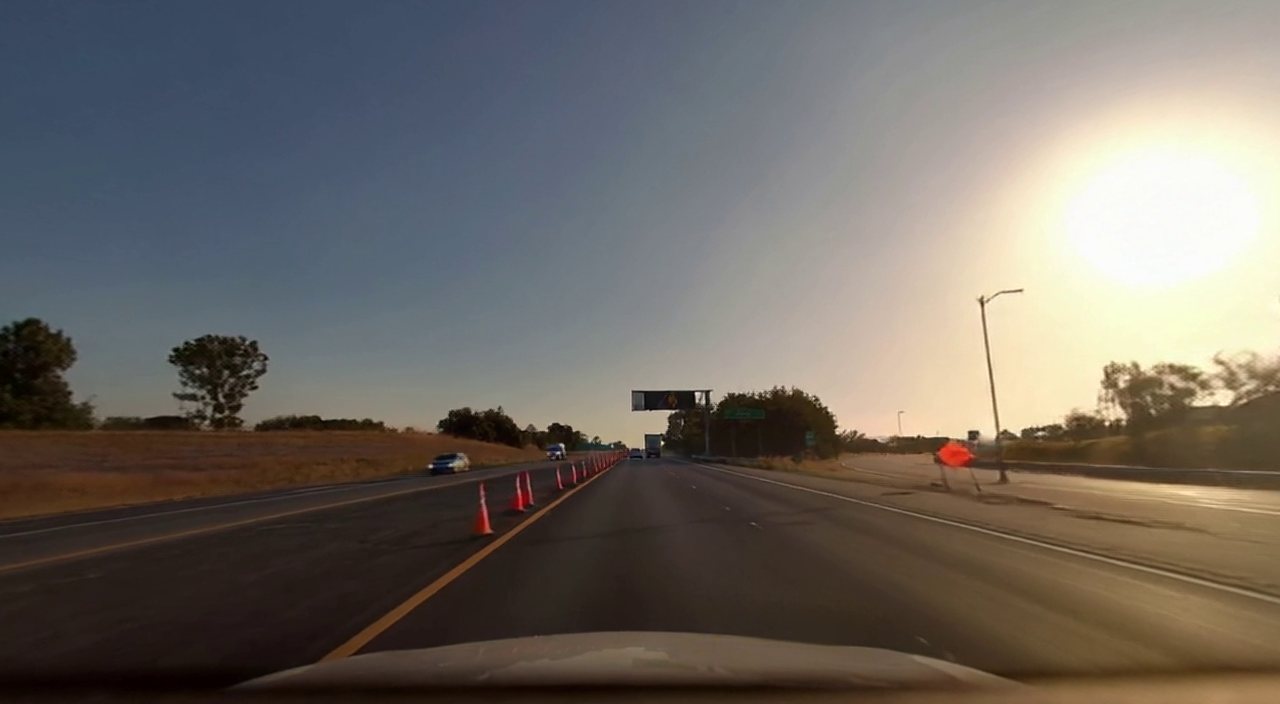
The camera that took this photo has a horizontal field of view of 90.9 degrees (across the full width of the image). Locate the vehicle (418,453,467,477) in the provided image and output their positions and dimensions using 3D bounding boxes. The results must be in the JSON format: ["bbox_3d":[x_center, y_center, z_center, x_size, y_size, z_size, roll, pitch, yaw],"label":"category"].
[{"bbox_3d":[-13.214,7.591,42.459,1.869,1.455,4.529,0,-9,0],"label":"vehicle"}]
